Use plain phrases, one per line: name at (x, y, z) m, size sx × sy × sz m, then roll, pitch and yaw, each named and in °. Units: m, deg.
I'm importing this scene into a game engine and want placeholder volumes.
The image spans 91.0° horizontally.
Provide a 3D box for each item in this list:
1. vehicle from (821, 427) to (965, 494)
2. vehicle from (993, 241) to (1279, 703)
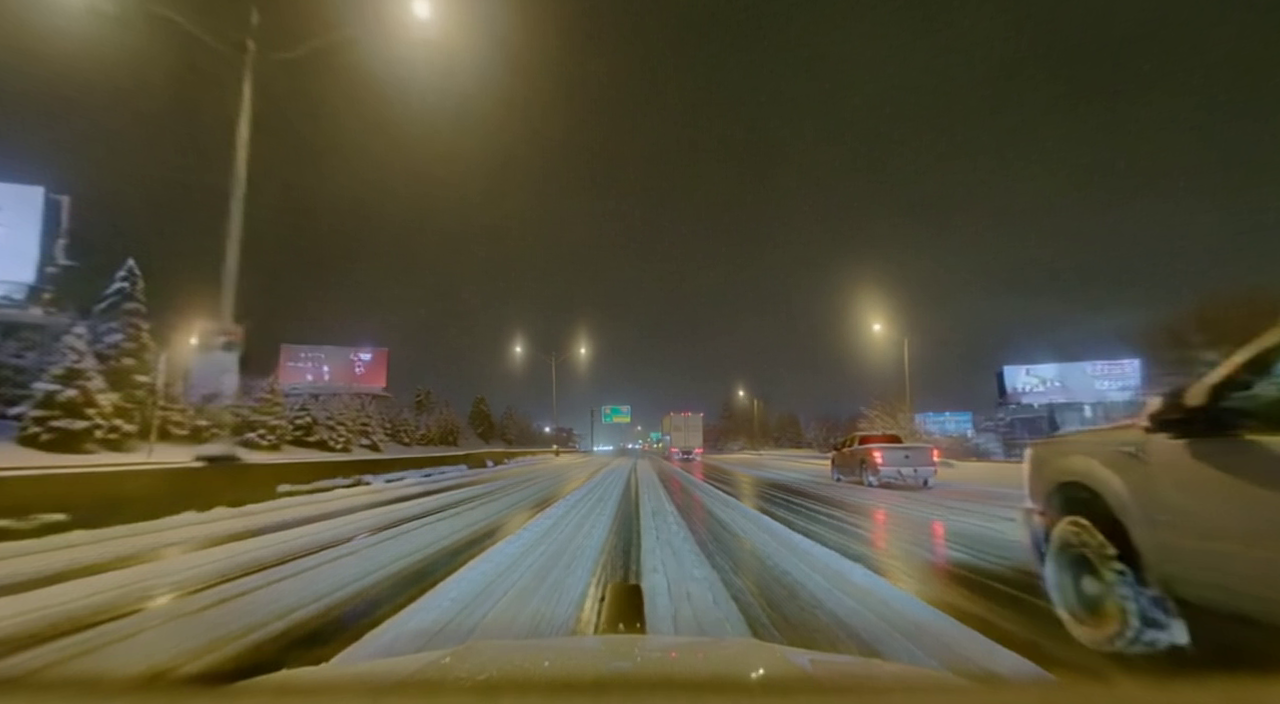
vehicle at (8.282, 3.630, 21.380) m, size 2.544 × 1.947 × 5.288 m, roll 0°, pitch -9°, yaw -1°
vehicle at (4.097, 0.435, 1.561) m, size 2.740 × 2.157 × 6.300 m, roll 0°, pitch -9°, yaw 0°
